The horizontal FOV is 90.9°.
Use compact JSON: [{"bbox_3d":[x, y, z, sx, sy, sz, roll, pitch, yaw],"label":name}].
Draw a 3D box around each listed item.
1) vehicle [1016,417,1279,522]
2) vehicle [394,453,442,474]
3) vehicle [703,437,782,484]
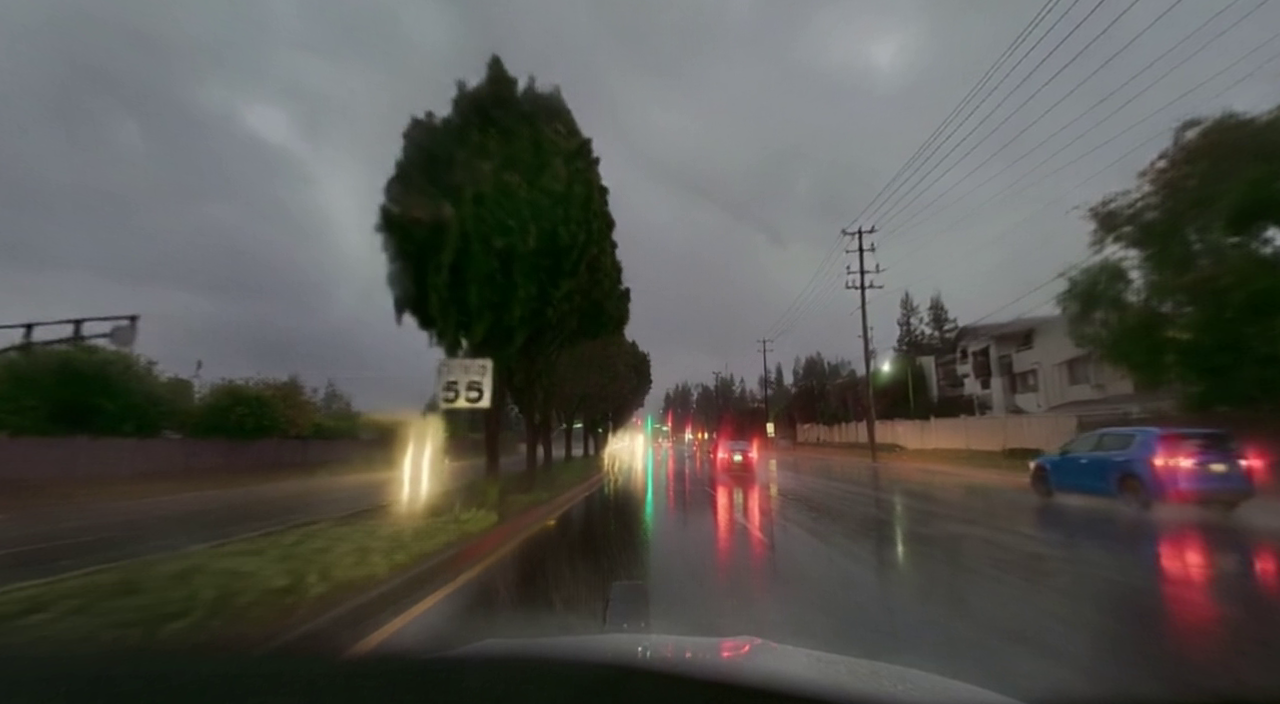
[{"bbox_3d":[9.879,2.253,12.581,1.978,1.700,4.461,0,-8,1],"label":"vehicle"},{"bbox_3d":[-16.896,8.466,48.147,1.952,1.468,4.487,0,-8,1],"label":"vehicle"},{"bbox_3d":[3.480,3.765,22.179,2.063,1.481,4.247,0,-8,0],"label":"vehicle"}]
